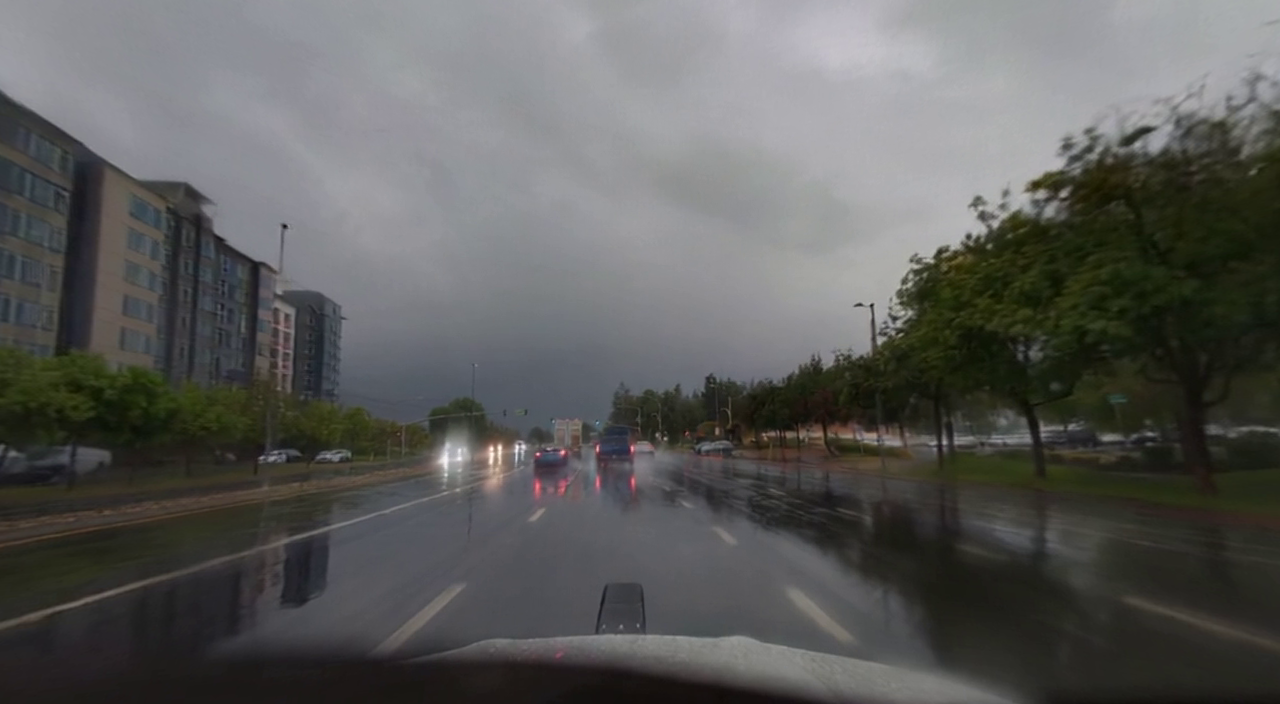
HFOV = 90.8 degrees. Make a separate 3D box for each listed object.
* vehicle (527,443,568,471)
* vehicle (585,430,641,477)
[{"bbox_3d":[-5.078,5.814,35.113,1.904,1.460,4.300,1,-9,-4],"label":"vehicle"},{"bbox_3d":[-1.230,4.433,27.748,2.260,1.872,4.578,0,-9,-4],"label":"vehicle"}]
